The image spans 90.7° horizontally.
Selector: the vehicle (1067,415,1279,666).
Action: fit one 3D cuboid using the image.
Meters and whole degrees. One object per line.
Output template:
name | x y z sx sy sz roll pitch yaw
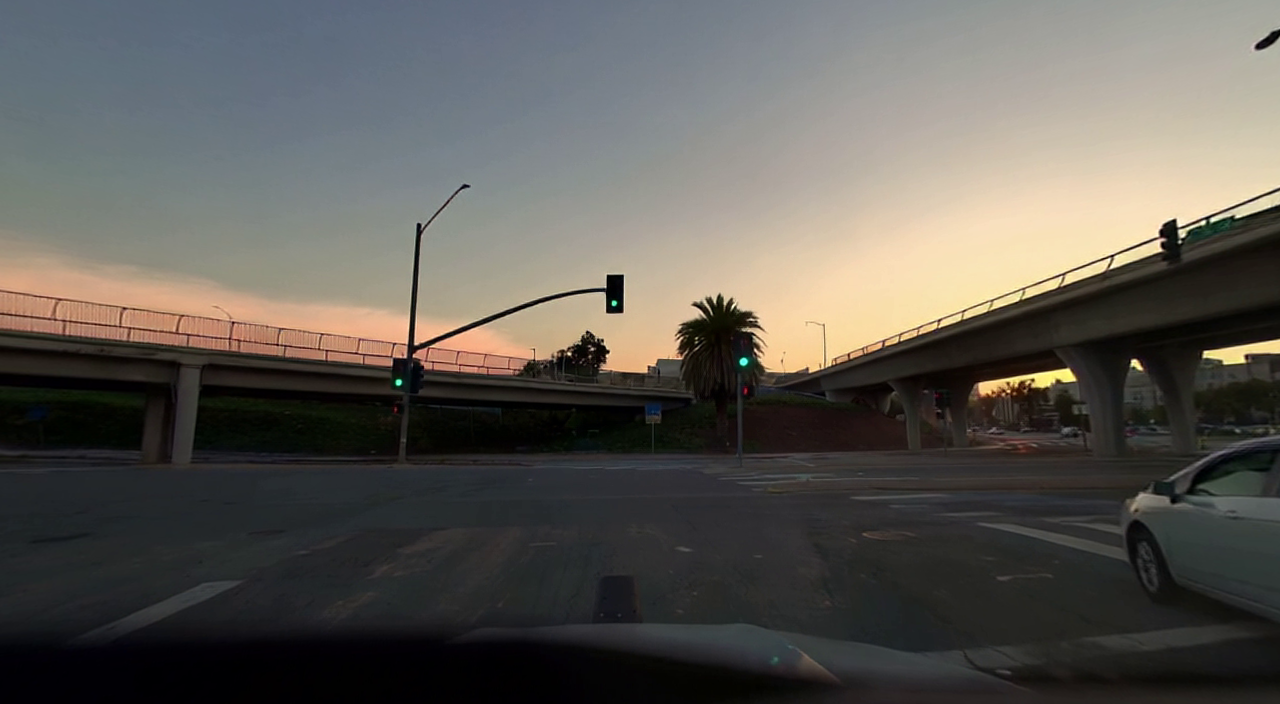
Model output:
vehicle | 4.845 1.152 3.959 1.959 1.485 4.628 -2 -9 13
